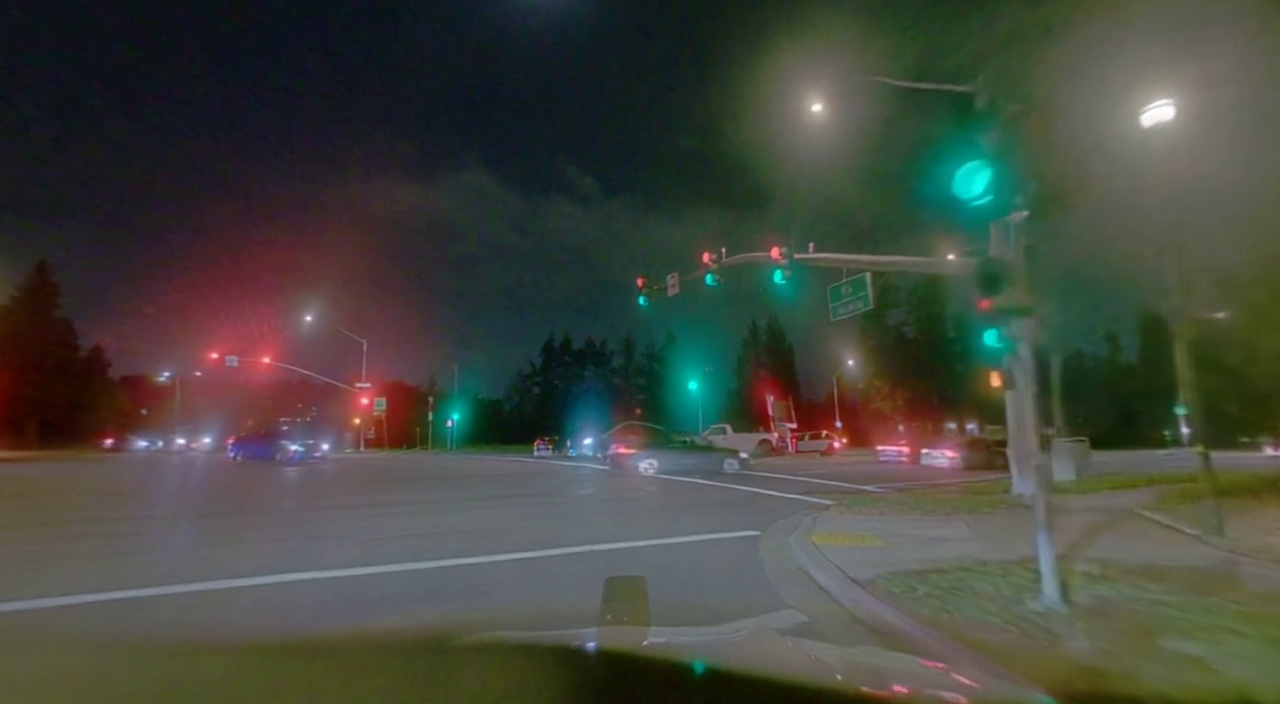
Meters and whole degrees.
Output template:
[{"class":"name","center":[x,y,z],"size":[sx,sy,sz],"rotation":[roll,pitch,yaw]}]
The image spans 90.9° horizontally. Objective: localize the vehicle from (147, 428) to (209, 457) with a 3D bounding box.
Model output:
[{"class":"vehicle","center":[-31.111,6.067,42.367],"size":[2.450,1.807,5.332],"rotation":[8,-12,-44]}]

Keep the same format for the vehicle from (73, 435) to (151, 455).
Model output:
[{"class":"vehicle","center":[-41.774,7.354,49.894],"size":[4.826,1.484,2.000],"rotation":[-2,-8,10]}]

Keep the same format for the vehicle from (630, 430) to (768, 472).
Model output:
[{"class":"vehicle","center":[1.980,3.416,21.956],"size":[4.425,1.366,1.865],"rotation":[1,-8,-8]}]

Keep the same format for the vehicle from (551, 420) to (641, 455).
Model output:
[{"class":"vehicle","center":[-2.329,4.591,33.657],"size":[4.360,1.749,1.895],"rotation":[5,-10,-30]}]

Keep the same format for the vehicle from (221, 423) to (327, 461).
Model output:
[{"class":"vehicle","center":[-15.129,3.728,25.955],"size":[4.686,1.425,2.018],"rotation":[-7,-10,37]}]

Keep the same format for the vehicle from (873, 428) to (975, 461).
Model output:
[{"class":"vehicle","center":[13.701,4.423,30.304],"size":[5.032,1.473,1.827],"rotation":[5,-10,-30]}]

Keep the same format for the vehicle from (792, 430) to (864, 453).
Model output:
[{"class":"vehicle","center":[12.274,5.822,41.119],"size":[4.457,1.429,1.862],"rotation":[4,-9,-28]}]
